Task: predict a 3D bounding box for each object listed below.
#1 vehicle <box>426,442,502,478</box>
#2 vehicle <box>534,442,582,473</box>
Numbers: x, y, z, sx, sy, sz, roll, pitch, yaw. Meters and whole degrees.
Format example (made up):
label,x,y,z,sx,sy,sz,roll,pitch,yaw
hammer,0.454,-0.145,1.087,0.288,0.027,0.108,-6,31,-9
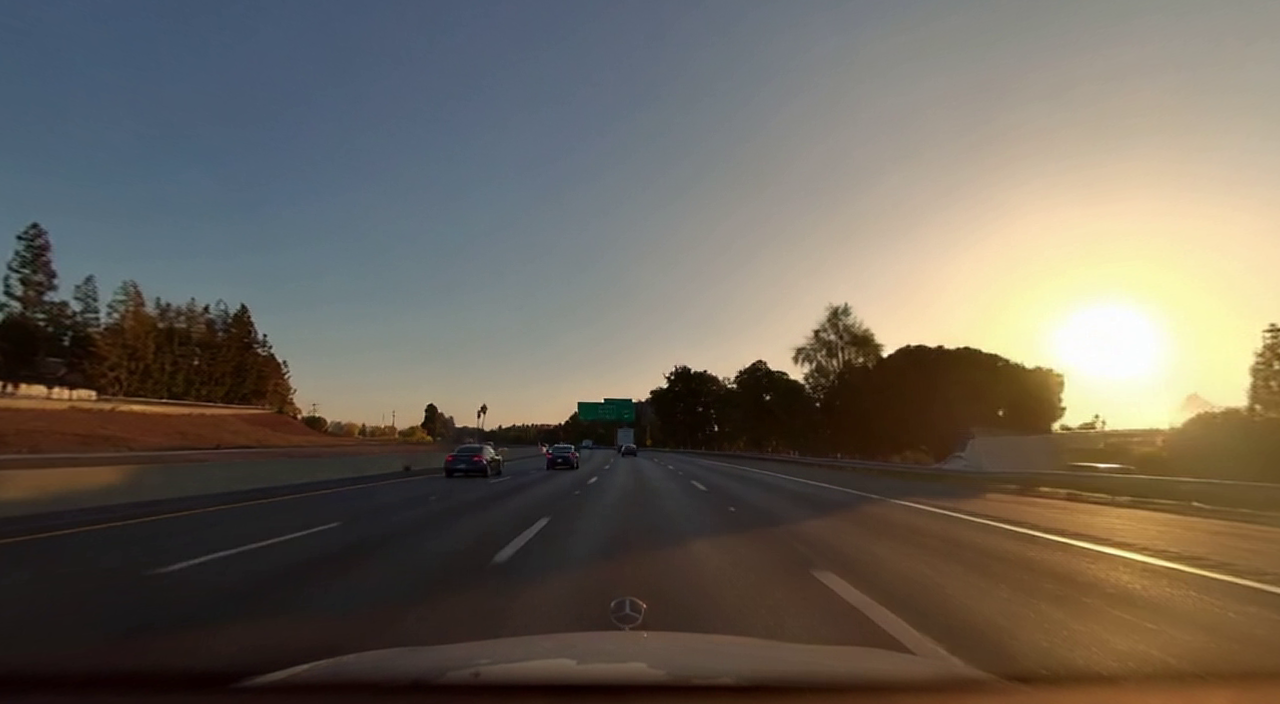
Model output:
label,x,y,z,sx,sy,sz,roll,pitch,yaw
vehicle,-7.731,4.764,28.215,2.038,1.463,4.656,0,-8,0
vehicle,-4.069,5.311,31.943,1.936,1.465,4.060,0,-8,0
